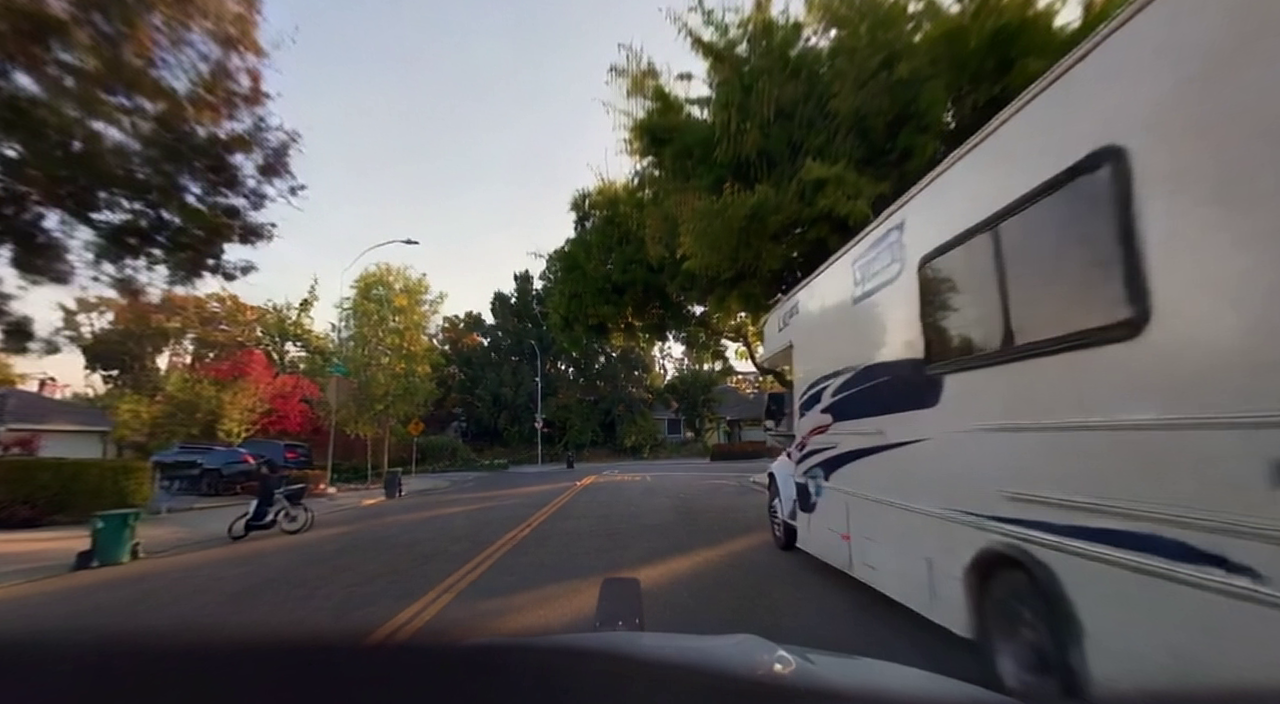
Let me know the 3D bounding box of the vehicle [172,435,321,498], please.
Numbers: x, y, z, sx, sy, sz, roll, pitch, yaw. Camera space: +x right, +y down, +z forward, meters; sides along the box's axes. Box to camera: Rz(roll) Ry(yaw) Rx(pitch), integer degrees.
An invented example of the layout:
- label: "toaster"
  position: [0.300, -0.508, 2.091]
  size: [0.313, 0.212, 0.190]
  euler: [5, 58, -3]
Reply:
- label: "vehicle"
  position: [-12.942, 3.757, 21.156]
  size: [2.111, 1.856, 4.803]
  euler: [0, -8, -4]

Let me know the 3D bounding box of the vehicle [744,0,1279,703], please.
- label: "vehicle"
  position: [3.154, 0.512, 5.327]
  size: [2.915, 3.243, 8.972]
  euler: [0, -8, -1]
